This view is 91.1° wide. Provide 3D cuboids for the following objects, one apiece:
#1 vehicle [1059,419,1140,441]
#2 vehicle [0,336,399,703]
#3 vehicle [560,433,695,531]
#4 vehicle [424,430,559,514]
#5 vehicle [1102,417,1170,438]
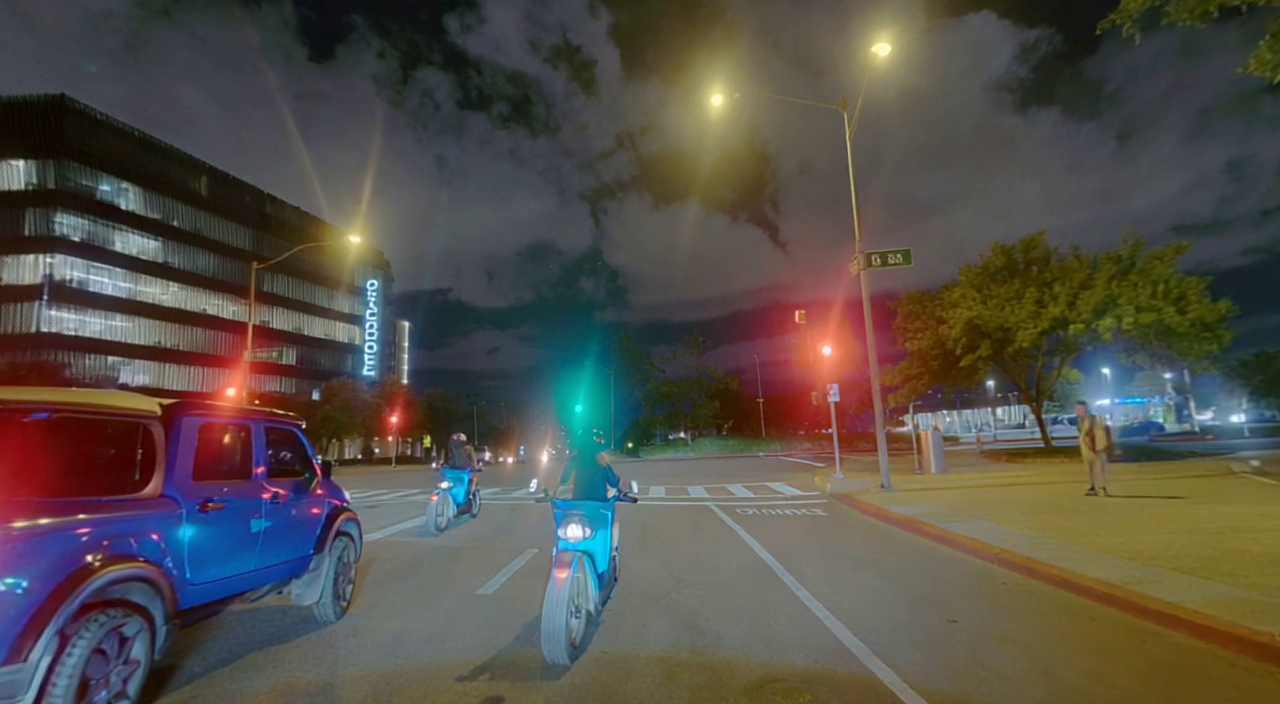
[{"bbox_3d":[30.737,5.269,42.088,1.751,1.420,4.027,8,-12,-43],"label":"vehicle"},{"bbox_3d":[-3.606,1.131,4.447,2.000,1.809,4.405,0,-8,0],"label":"vehicle"},{"bbox_3d":[-0.162,2.258,11.524,2.025,1.458,4.085,0,-8,1],"label":"vehicle"},{"bbox_3d":[-3.179,2.660,14.374,1.935,1.615,4.073,-1,-8,2],"label":"vehicle"},{"bbox_3d":[36.764,5.603,46.560,1.625,1.449,3.557,6,-11,-38],"label":"vehicle"}]
